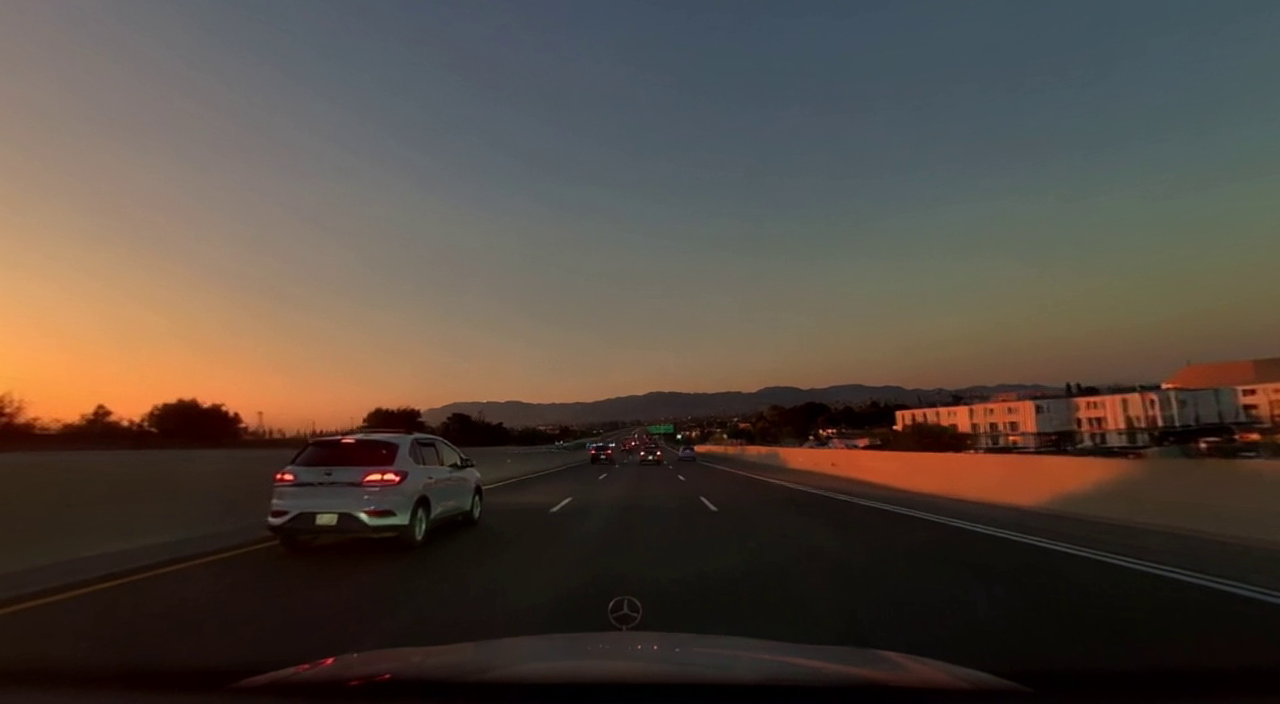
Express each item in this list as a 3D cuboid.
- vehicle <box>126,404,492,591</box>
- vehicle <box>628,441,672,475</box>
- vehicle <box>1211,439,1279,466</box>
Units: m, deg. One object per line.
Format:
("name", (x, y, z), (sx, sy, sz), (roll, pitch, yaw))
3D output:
("vehicle", (-3.691, 1.721, 8.357), (2.239, 1.761, 4.620), (0, -8, 1))
("vehicle", (0.454, 5.170, 31.076), (2.000, 1.558, 3.945), (0, -8, 0))
("vehicle", (49.196, 7.876, 49.704), (6.054, 1.882, 2.157), (-3, -9, 0))
